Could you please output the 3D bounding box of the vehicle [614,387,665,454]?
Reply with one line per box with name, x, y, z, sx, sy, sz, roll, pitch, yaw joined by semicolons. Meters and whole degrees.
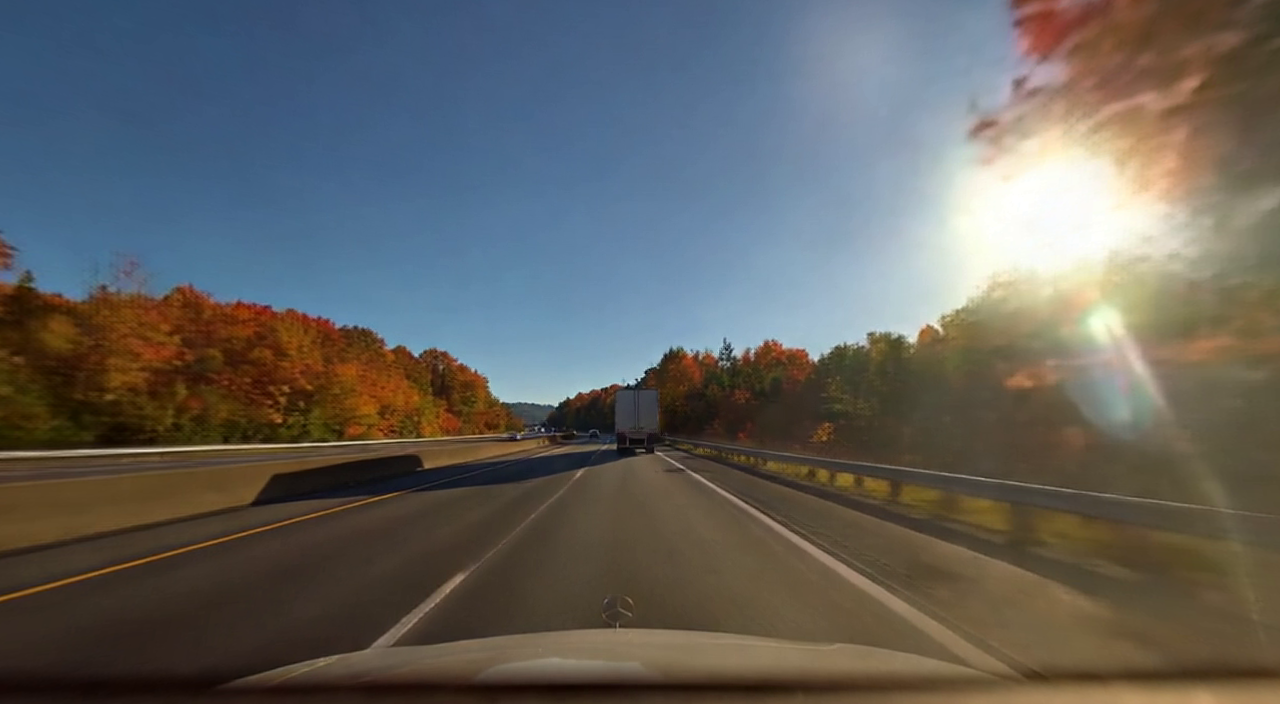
vehicle;-0.193;4.897;43.549;3.013;4.016;11.496;0;-8;-2
